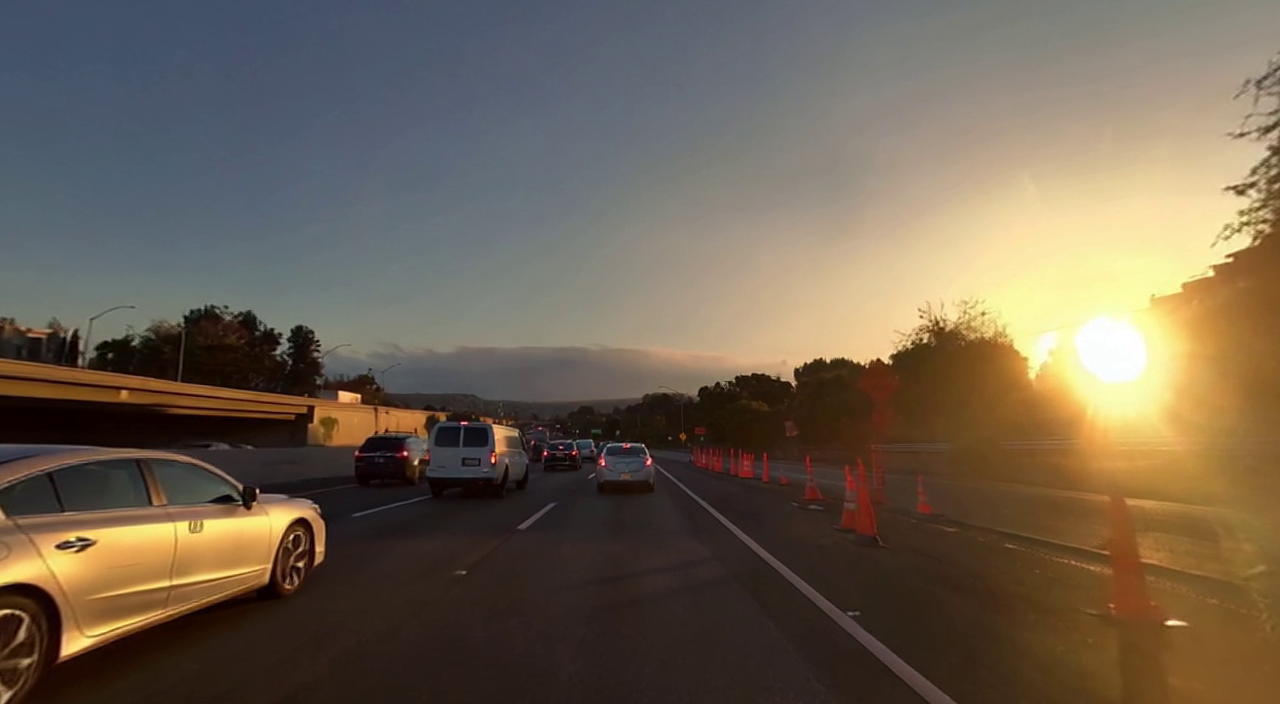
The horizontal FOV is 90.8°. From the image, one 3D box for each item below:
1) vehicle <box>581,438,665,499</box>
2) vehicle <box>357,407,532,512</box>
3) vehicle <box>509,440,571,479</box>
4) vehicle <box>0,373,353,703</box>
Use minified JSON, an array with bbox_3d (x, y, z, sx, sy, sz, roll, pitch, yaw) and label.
[{"bbox_3d":[-0.462,3.171,17.627,2.069,1.484,3.918,0,-9,-1],"label":"vehicle"},{"bbox_3d":[-4.284,2.514,15.162,2.324,2.012,5.740,0,-9,0],"label":"vehicle"},{"bbox_3d":[-3.993,4.349,25.832,1.824,1.459,4.007,0,-9,0],"label":"vehicle"},{"bbox_3d":[-3.859,1.066,3.887,2.041,1.604,4.384,0,-9,1],"label":"vehicle"}]
